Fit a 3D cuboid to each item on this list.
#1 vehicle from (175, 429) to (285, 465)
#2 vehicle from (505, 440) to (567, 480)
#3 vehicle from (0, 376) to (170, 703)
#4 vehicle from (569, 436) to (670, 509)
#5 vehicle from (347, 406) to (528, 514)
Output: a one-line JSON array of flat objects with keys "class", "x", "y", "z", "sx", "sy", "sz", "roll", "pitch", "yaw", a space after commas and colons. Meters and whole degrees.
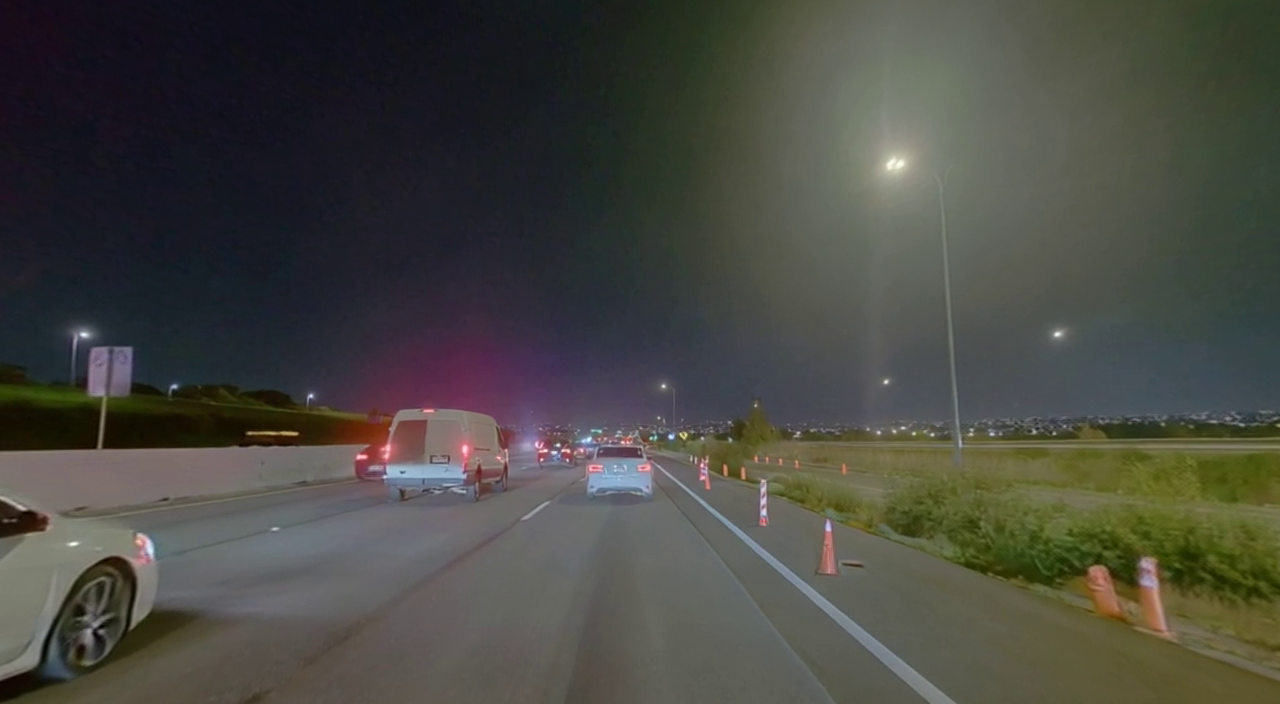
[{"class": "vehicle", "x": -17.562, "y": 4.083, "z": 27.364, "sx": 1.829, "sy": 1.404, "sz": 4.536, "roll": 0, "pitch": -8, "yaw": -1}, {"class": "vehicle", "x": -4.126, "y": 4.336, "z": 25.653, "sx": 1.824, "sy": 1.459, "sz": 4.007, "roll": 0, "pitch": -9, "yaw": 1}, {"class": "vehicle", "x": -3.987, "y": 0.739, "z": 1.707, "sx": 2.041, "sy": 1.604, "sz": 4.384, "roll": 0, "pitch": -9, "yaw": 0}, {"class": "vehicle", "x": -0.456, "y": 2.785, "z": 15.009, "sx": 2.069, "sy": 1.484, "sz": 3.918, "roll": 0, "pitch": -9, "yaw": -1}, {"class": "vehicle", "x": -4.301, "y": 2.442, "z": 14.728, "sx": 2.324, "sy": 2.012, "sz": 5.740, "roll": 0, "pitch": -9, "yaw": 0}]
